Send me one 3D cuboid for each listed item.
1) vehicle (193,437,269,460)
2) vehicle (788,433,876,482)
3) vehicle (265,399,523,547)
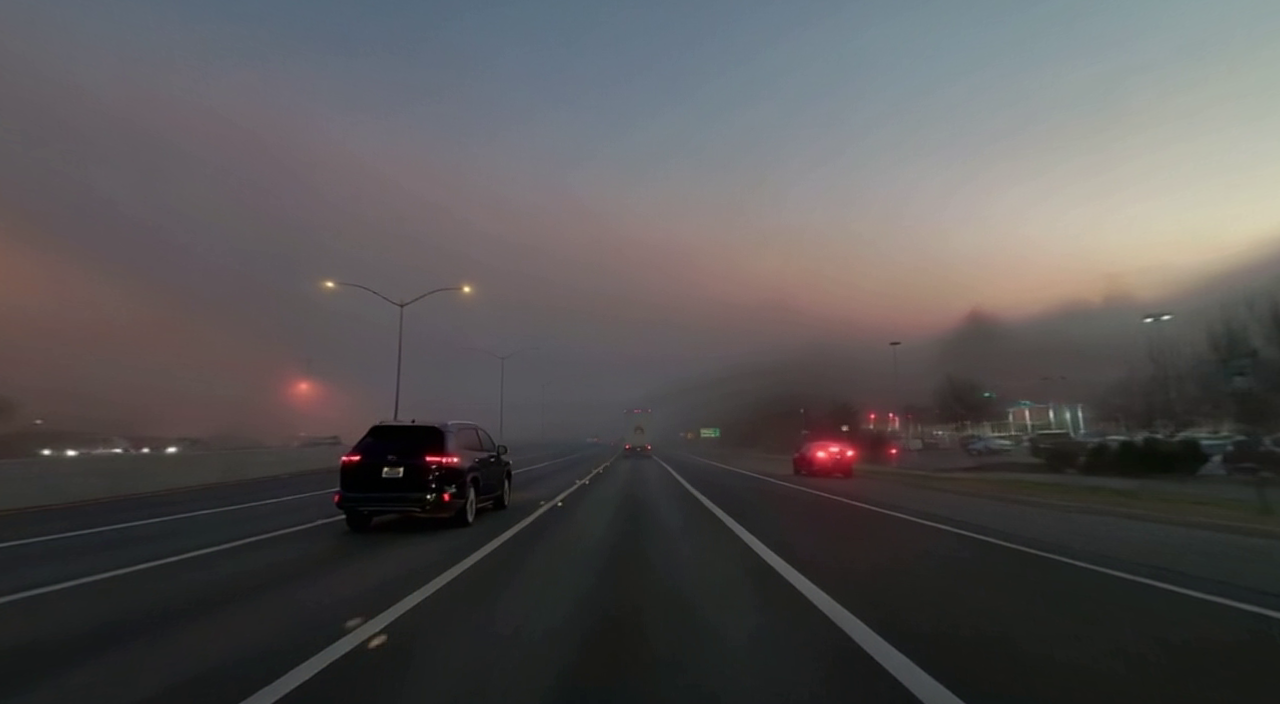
[{"bbox_3d":[-29.074,6.882,44.855,2.159,1.556,4.729,0,-9,1],"label":"vehicle"},{"bbox_3d":[7.228,4.023,24.130,1.958,1.681,4.109,0,-9,-2],"label":"vehicle"},{"bbox_3d":[-3.509,1.872,10.313,2.178,1.826,4.933,0,-9,1],"label":"vehicle"}]
